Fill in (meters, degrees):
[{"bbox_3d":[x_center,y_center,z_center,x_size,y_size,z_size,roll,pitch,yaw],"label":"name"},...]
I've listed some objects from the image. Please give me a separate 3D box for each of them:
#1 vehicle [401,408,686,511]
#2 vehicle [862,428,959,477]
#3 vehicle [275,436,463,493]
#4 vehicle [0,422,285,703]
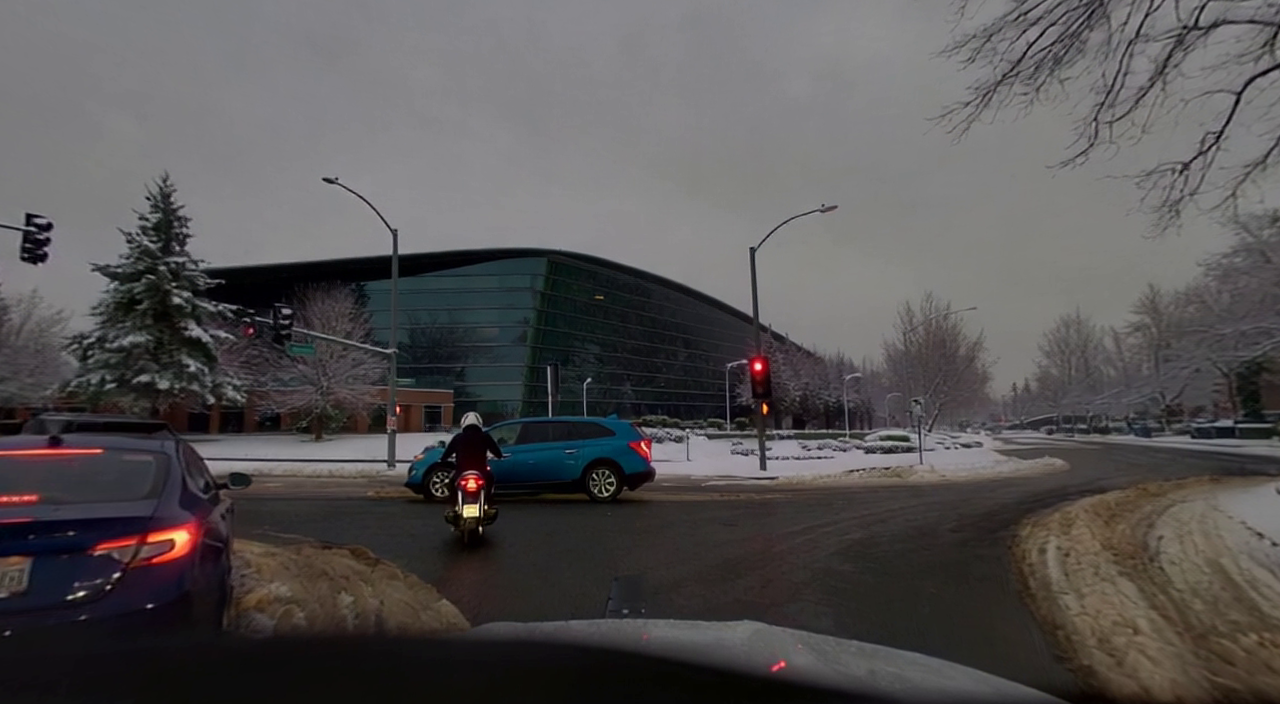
[{"bbox_3d":[-2.132,2.346,14.196,5.833,1.960,2.341,2,-9,-16],"label":"vehicle"},{"bbox_3d":[10.250,3.732,23.697,2.084,1.656,4.583,-7,-10,38],"label":"vehicle"},{"bbox_3d":[-7.465,3.119,17.671,4.401,1.480,1.864,-1,-8,2],"label":"vehicle"},{"bbox_3d":[-4.114,1.315,4.689,2.009,1.450,4.182,6,-10,-35],"label":"vehicle"}]
